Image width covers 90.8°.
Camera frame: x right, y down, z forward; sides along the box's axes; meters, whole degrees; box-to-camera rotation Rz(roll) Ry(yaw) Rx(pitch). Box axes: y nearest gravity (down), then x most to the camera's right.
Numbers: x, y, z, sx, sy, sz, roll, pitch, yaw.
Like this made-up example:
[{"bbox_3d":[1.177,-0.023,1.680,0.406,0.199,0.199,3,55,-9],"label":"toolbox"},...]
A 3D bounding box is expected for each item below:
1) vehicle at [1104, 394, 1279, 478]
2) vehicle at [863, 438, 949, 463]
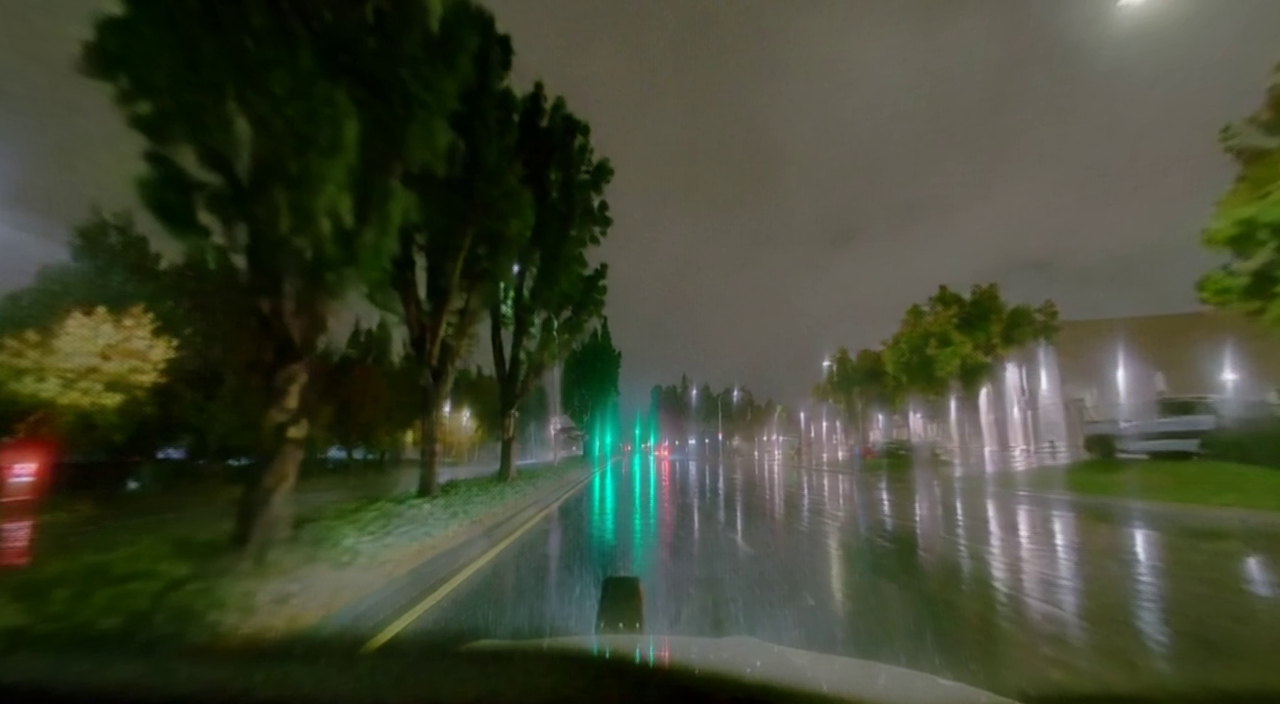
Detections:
[{"bbox_3d":[21.652,3.319,24.619,2.400,2.851,5.992,0,-9,0],"label":"vehicle"},{"bbox_3d":[16.890,6.249,40.257,4.505,1.498,2.068,0,-9,-3],"label":"vehicle"}]
